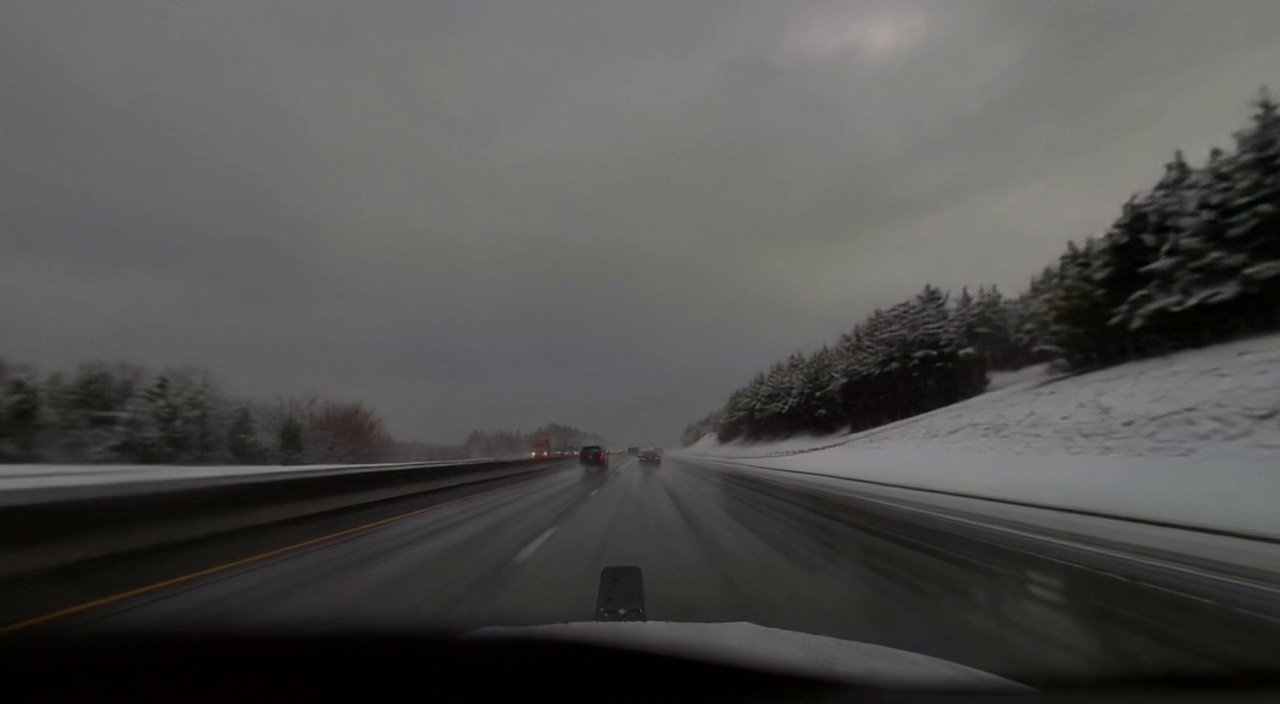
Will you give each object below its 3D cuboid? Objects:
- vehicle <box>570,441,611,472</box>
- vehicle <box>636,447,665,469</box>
[{"bbox_3d":[-2.962,6.419,38.683,2.143,1.770,4.283,0,-9,1],"label":"vehicle"},{"bbox_3d":[0.749,7.905,47.201,2.036,1.519,4.225,0,-9,0],"label":"vehicle"}]
